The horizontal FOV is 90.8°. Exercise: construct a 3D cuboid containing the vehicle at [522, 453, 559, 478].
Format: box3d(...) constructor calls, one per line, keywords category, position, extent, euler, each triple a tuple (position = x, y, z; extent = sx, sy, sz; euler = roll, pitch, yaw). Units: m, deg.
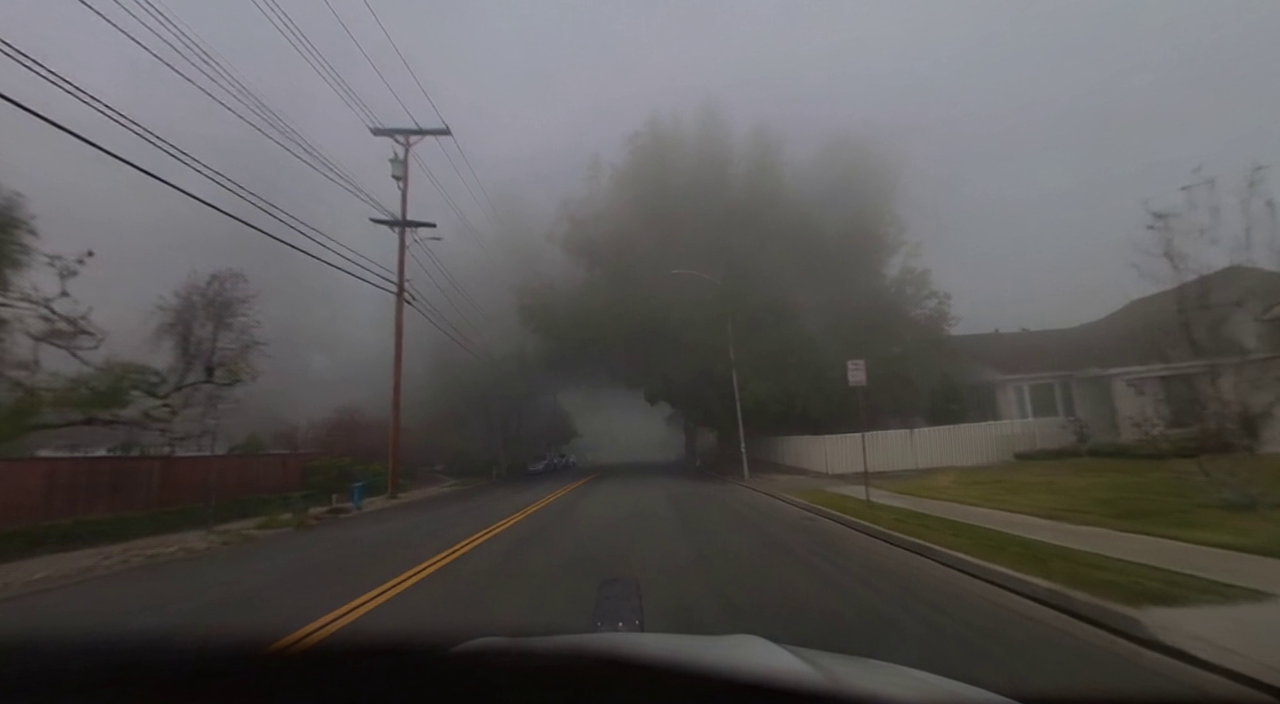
box3d(category="vehicle", position=(-7.260, 8.331, 46.605), extent=(1.869, 1.442, 4.344), euler=(-9, -8, -1))
